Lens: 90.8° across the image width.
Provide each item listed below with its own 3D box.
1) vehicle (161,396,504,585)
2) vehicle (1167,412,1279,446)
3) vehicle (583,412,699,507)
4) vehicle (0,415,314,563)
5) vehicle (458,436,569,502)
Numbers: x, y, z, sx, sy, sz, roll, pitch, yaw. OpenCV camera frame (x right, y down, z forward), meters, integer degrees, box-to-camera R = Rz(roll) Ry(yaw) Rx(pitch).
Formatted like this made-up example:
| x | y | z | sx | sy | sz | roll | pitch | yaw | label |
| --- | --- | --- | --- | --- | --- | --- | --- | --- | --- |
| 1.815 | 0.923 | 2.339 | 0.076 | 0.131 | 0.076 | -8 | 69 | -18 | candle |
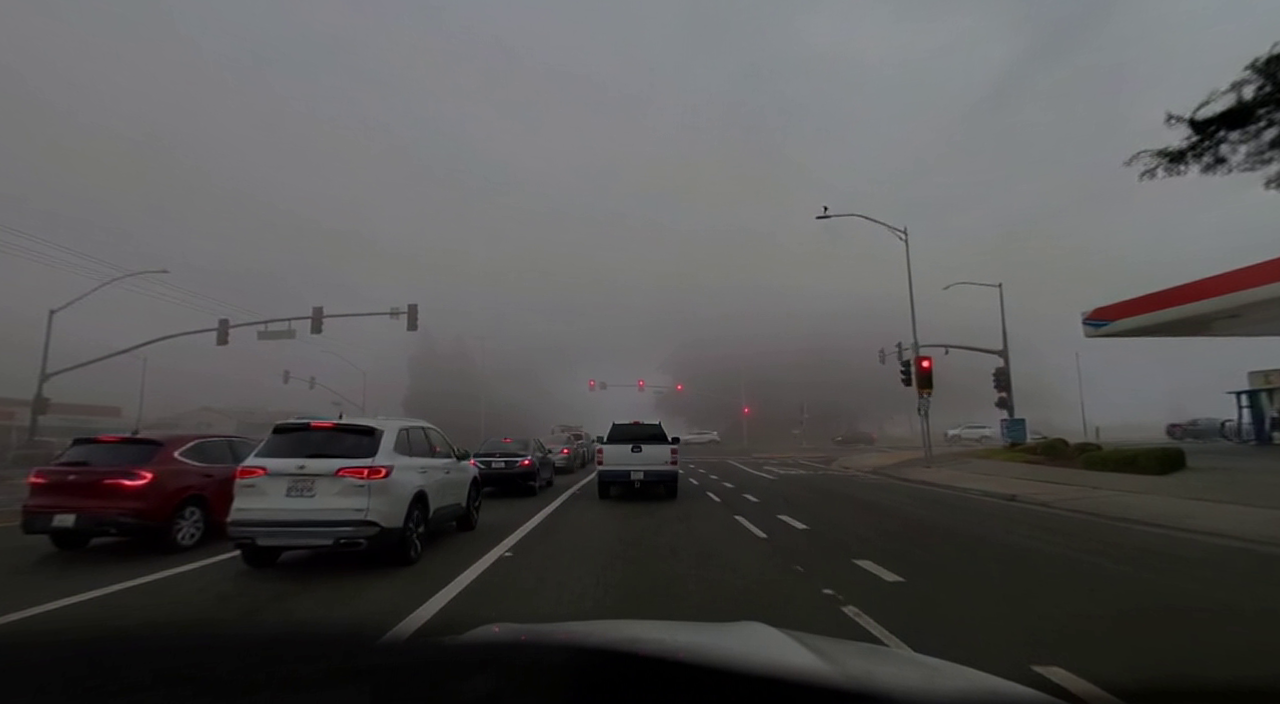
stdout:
| x | y | z | sx | sy | sz | roll | pitch | yaw | label |
| --- | --- | --- | --- | --- | --- | --- | --- | --- | --- |
| -3.288 | 1.585 | 7.985 | 2.096 | 1.718 | 4.266 | 0 | -9 | 1 | vehicle |
| 36.019 | 4.693 | 38.455 | 5.782 | 1.950 | 2.225 | -1 | -8 | 0 | vehicle |
| 0.011 | 2.456 | 14.746 | 2.224 | 1.819 | 5.005 | 0 | -9 | 0 | vehicle |
| -6.441 | 1.779 | 8.825 | 1.790 | 1.605 | 3.696 | 0 | -9 | 0 | vehicle |
| -3.013 | 2.895 | 16.018 | 1.881 | 1.424 | 4.098 | 0 | -9 | 1 | vehicle |
